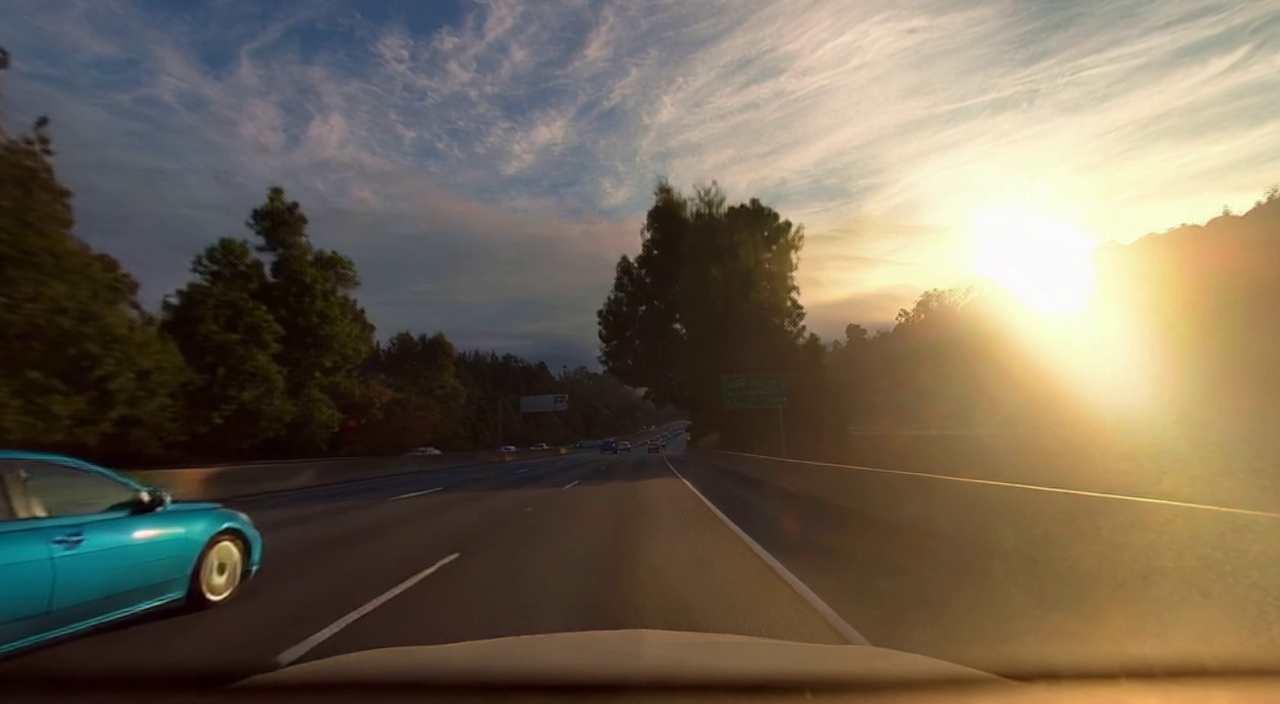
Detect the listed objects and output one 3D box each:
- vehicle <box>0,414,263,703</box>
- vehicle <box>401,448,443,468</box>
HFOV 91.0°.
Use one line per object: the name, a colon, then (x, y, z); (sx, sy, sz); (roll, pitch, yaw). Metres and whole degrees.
vehicle: (-4.190, 1.016, 2.947); (1.996, 1.454, 4.495); (0, -8, 1)
vehicle: (-15.672, 7.654, 45.420); (1.754, 1.352, 3.547); (0, -8, 0)
